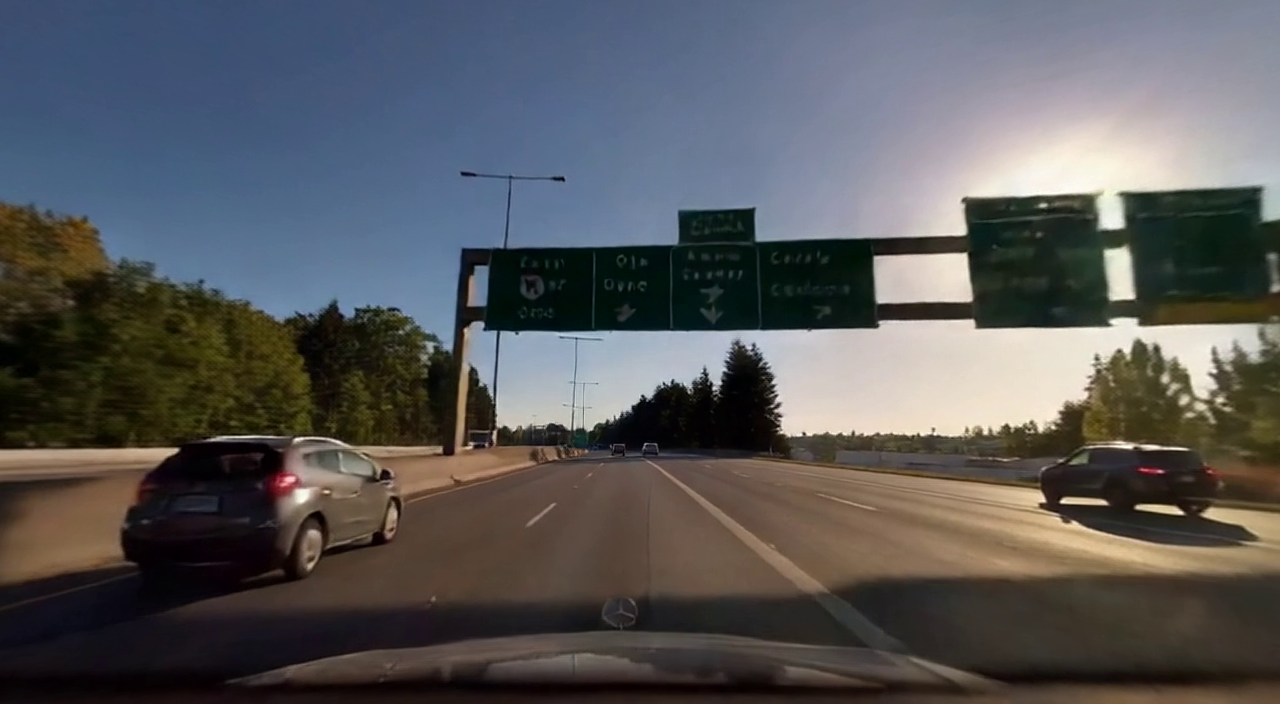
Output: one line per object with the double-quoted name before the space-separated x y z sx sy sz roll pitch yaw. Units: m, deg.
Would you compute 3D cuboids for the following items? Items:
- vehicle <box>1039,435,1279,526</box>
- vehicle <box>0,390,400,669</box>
"vehicle" 9.995 2.401 12.211 1.853 1.463 3.780 0 -9 -1
"vehicle" -3.966 1.337 5.663 2.071 1.615 3.868 0 -9 0
